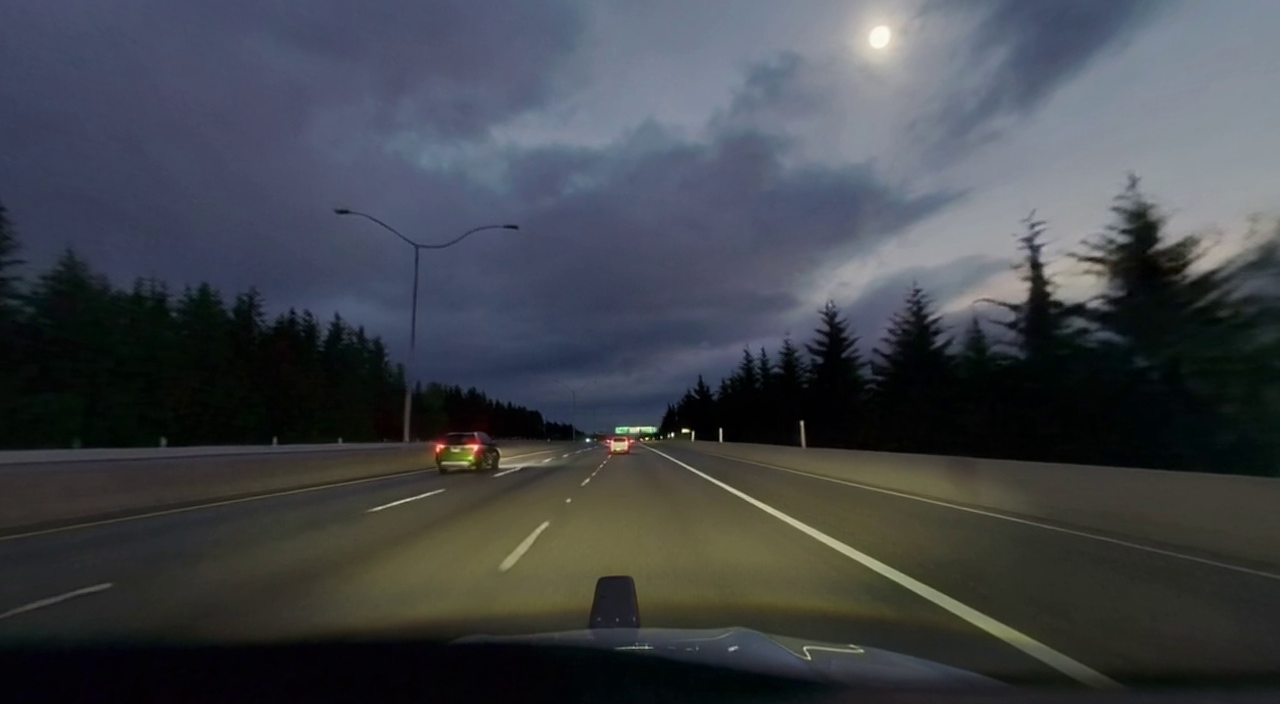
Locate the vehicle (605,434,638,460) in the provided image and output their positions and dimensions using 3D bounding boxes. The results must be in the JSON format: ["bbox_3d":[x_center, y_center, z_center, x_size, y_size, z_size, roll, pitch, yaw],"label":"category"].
[{"bbox_3d":[-1.156,6.090,40.588,2.010,1.534,4.013,0,-8,0],"label":"vehicle"}]

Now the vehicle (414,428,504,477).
[{"bbox_3d":[-6.818,3.806,24.227,2.111,1.689,4.505,0,-8,0],"label":"vehicle"}]
